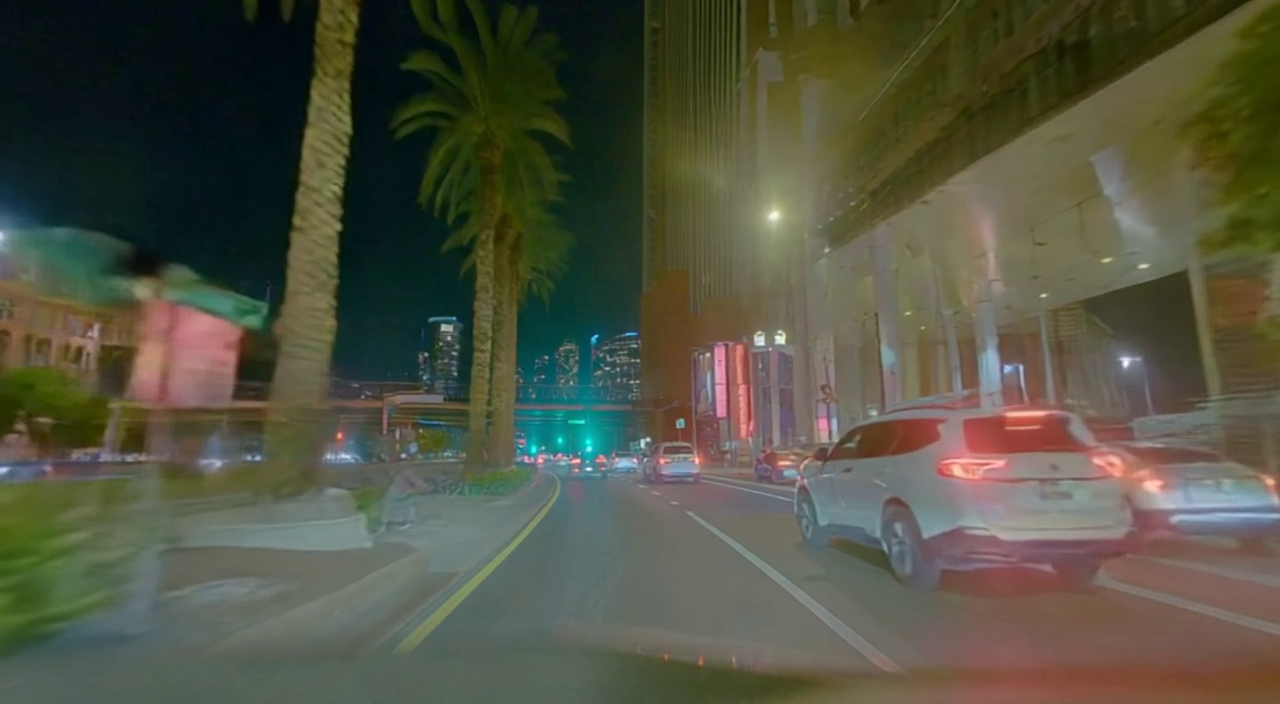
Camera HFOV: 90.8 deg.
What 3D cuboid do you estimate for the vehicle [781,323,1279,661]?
[{"bbox_3d":[3.468,1.259,6.744,2.434,2.171,5.098,0,-9,-4],"label":"vehicle"}]

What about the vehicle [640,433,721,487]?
[{"bbox_3d":[1.525,4.445,26.298,2.407,1.991,5.130,1,-9,-7],"label":"vehicle"}]

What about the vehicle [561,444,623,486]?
[{"bbox_3d":[-2.172,4.839,27.470,2.332,1.625,4.933,1,-9,-8],"label":"vehicle"}]
